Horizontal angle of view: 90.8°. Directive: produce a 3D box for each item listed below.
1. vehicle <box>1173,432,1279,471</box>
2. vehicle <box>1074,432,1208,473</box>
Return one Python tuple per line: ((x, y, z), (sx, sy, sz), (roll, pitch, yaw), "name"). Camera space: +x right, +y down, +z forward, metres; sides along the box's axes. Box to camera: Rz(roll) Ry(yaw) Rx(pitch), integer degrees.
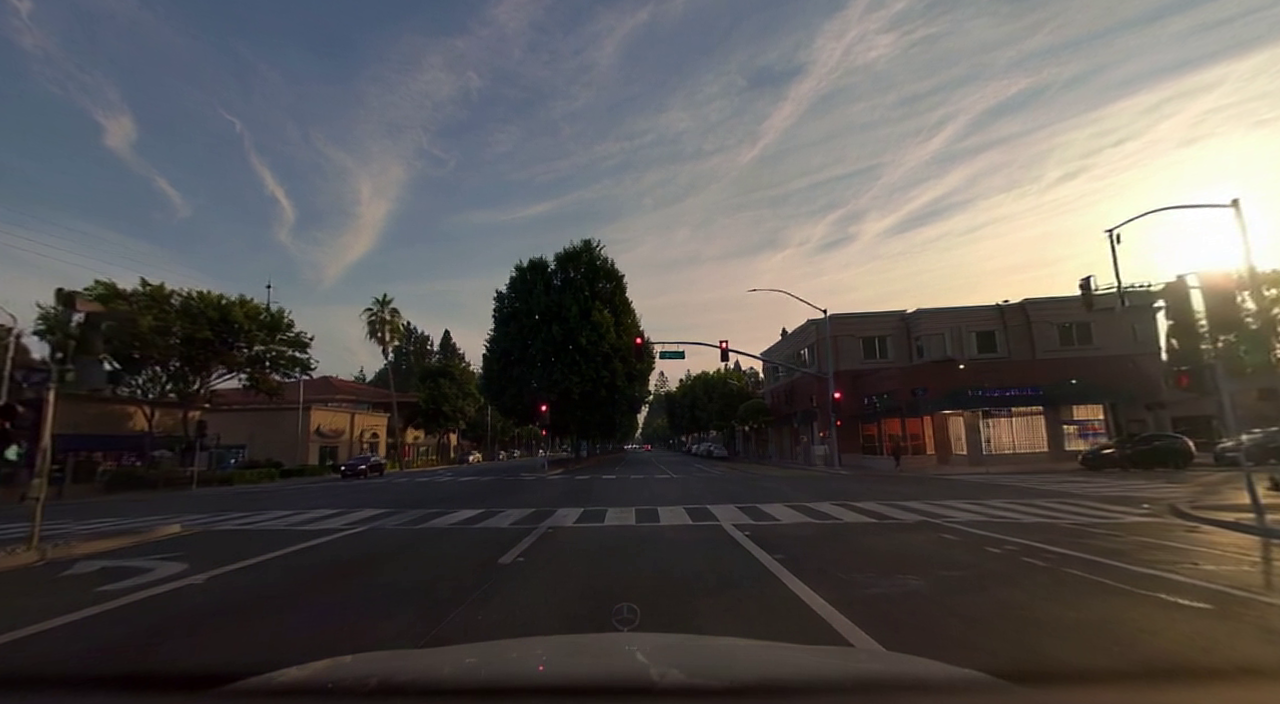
((27.344, 4.477, 28.468), (4.910, 1.644, 2.032), (0, -9, -5), "vehicle")
((22.104, 4.443, 27.987), (4.323, 1.746, 1.872), (0, -9, -3), "vehicle")
